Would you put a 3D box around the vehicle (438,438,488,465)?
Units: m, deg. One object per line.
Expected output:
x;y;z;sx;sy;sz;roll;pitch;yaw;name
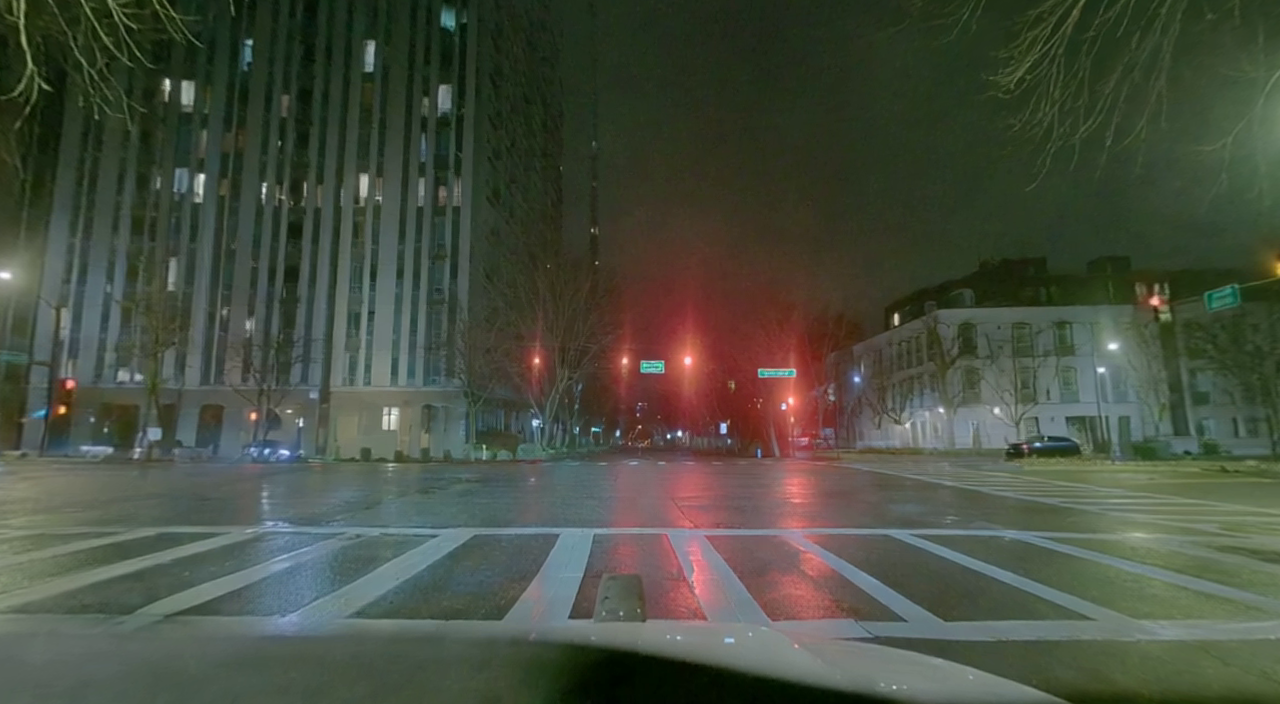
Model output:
-11.983;6.742;42.986;2.080;1.763;4.341;0;-8;1;vehicle

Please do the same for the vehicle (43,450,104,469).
-41.587;7.890;46.452;1.552;1.339;3.340;0;-8;-4;vehicle

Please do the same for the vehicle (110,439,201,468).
-34.907;7.310;45.771;2.204;1.955;5.518;0;-8;0;vehicle

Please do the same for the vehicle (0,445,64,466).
-45.255;7.626;46.646;1.858;1.467;3.624;0;-8;1;vehicle

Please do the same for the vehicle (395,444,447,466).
-15.478;7.293;44.877;2.056;1.450;4.343;0;-8;0;vehicle
